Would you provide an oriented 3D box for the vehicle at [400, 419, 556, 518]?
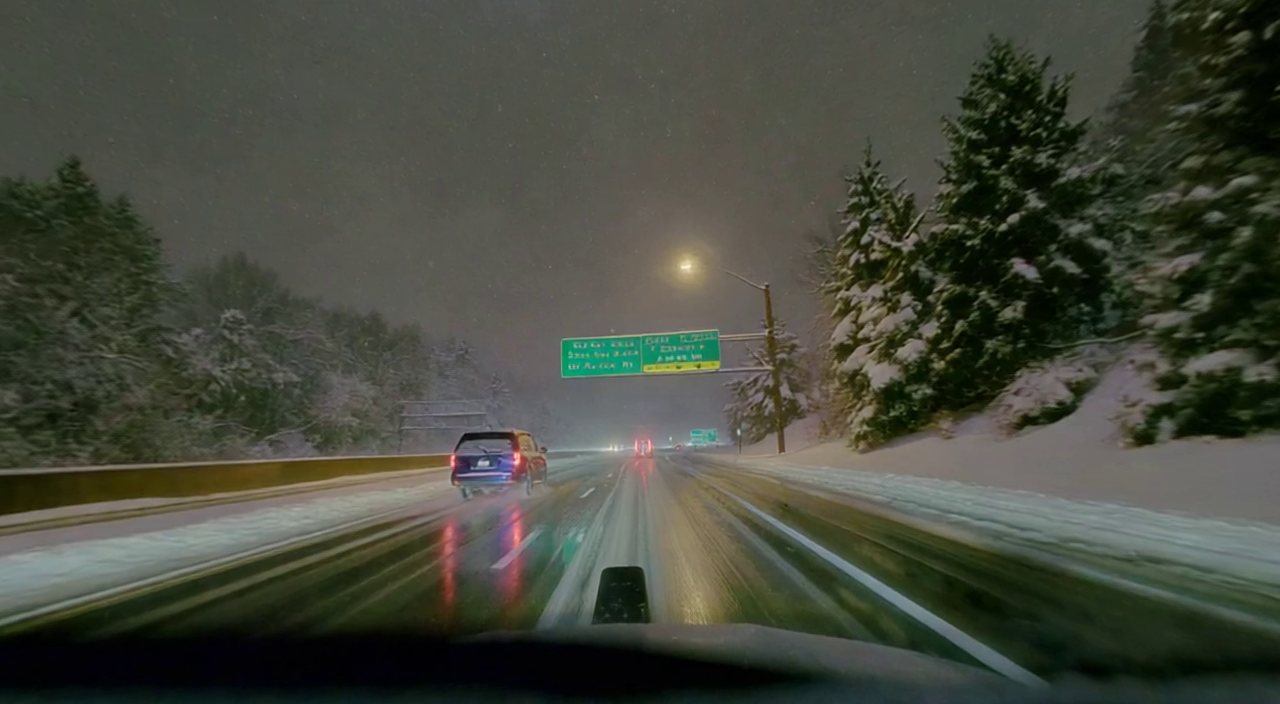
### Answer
[{"bbox_3d":[-3.473,2.661,14.966,2.143,1.851,5.817,-1,-9,0],"label":"vehicle"}]
